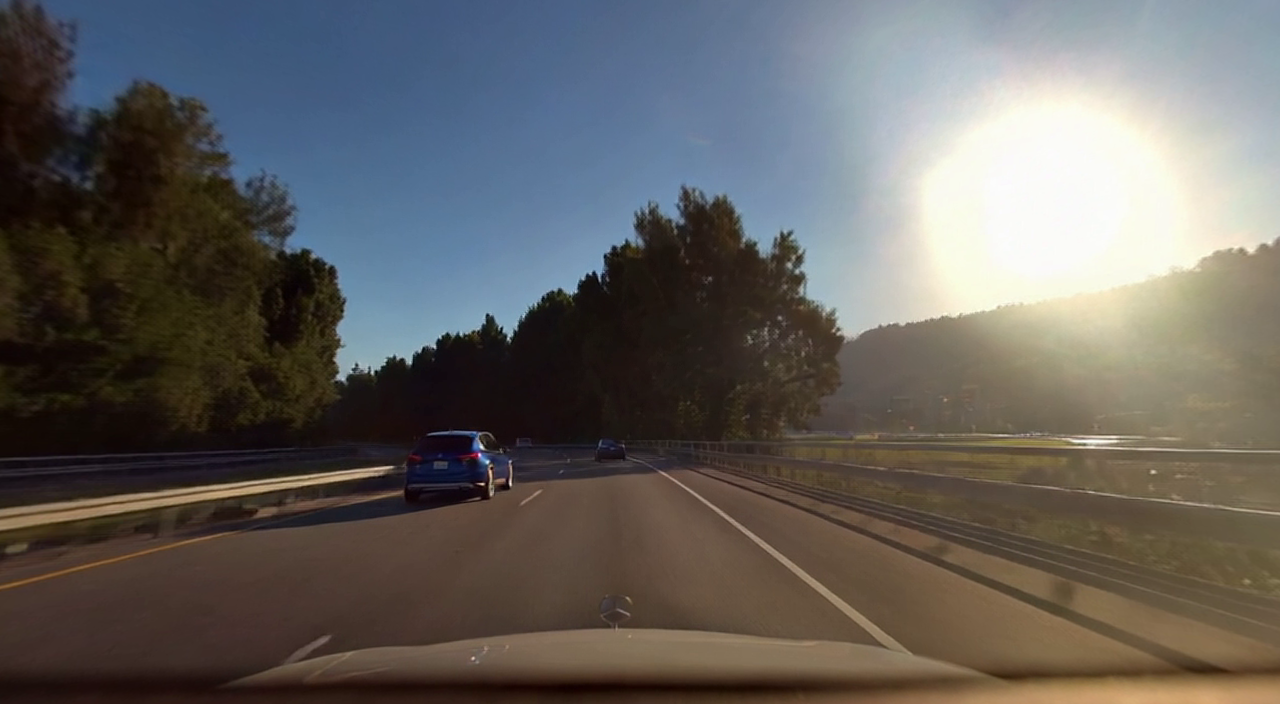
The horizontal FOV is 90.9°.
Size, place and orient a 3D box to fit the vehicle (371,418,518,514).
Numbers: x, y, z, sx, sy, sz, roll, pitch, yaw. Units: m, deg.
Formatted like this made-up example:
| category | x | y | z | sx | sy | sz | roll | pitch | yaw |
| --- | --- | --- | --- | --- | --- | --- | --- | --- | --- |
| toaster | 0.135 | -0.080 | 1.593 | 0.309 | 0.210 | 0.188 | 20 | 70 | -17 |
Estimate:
| category | x | y | z | sx | sy | sz | roll | pitch | yaw |
| --- | --- | --- | --- | --- | --- | --- | --- | --- | --- |
| vehicle | -4.300 | 2.565 | 14.817 | 2.053 | 1.847 | 4.760 | 0 | -8 | -2 |

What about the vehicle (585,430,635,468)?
| category | x | y | z | sx | sy | sz | roll | pitch | yaw |
| --- | --- | --- | --- | --- | --- | --- | --- | --- | --- |
| vehicle | -1.668 | 5.073 | 33.331 | 2.452 | 1.857 | 4.022 | 0 | -8 | -5 |
